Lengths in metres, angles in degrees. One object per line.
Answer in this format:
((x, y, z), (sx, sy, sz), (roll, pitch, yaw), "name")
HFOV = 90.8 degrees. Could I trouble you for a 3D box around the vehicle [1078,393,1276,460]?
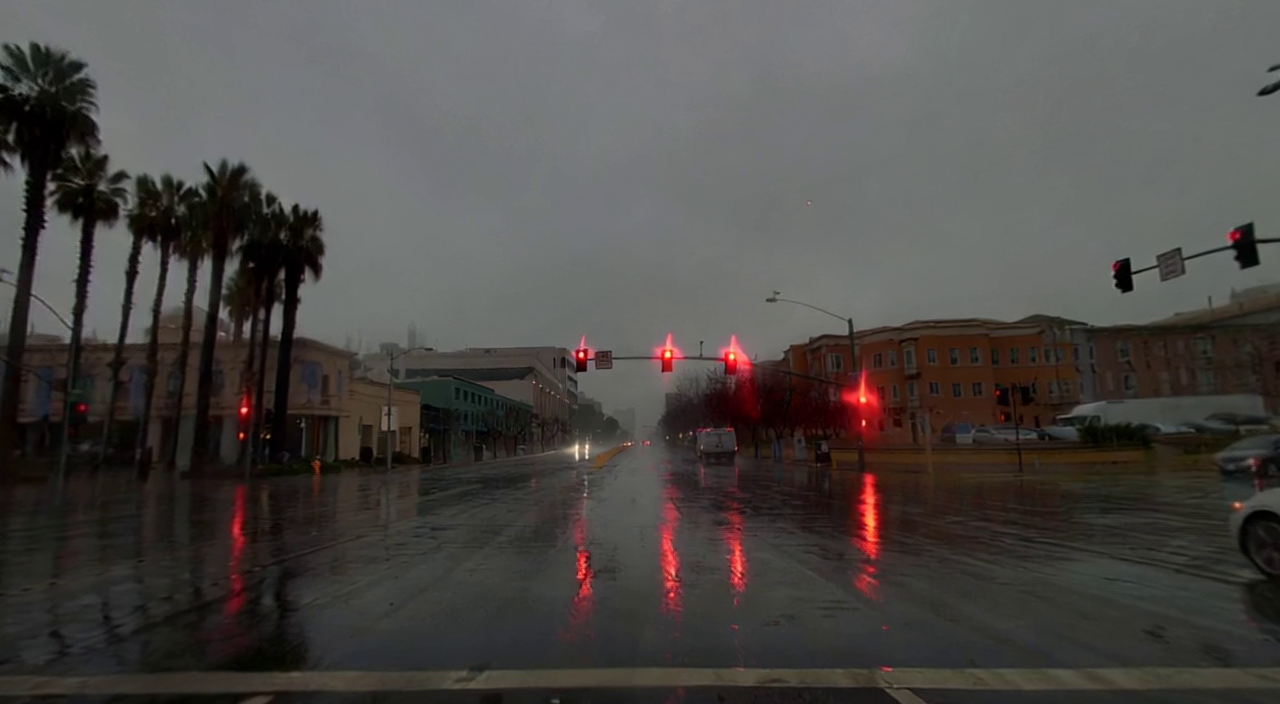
((32.623, 4.725, 39.336), (2.863, 3.609, 10.252), (0, -8, -3), "vehicle")
